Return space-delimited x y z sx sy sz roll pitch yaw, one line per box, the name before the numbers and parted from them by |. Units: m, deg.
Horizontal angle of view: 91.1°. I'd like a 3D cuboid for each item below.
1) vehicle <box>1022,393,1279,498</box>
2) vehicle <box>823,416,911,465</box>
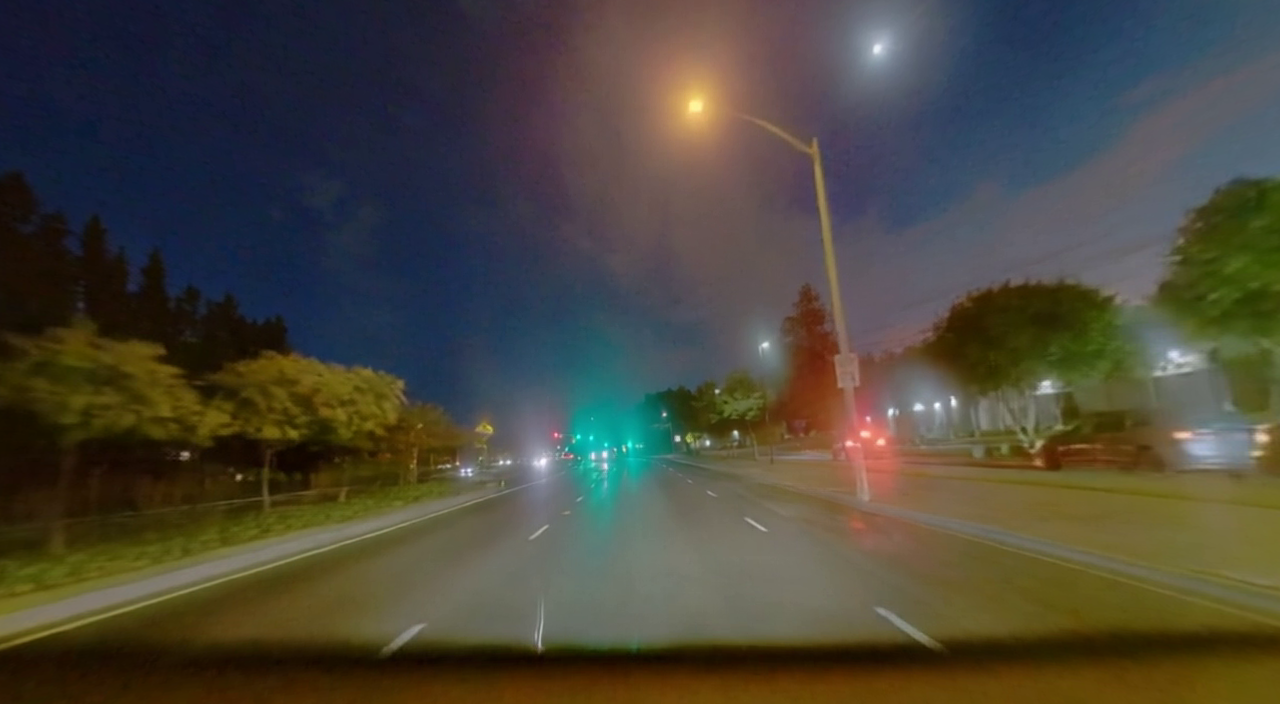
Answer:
vehicle | 10.266 1.779 12.298 2.135 1.530 5.197 -5 -9 -1
vehicle | 10.514 4.193 29.552 2.244 1.866 4.603 -6 -9 0
